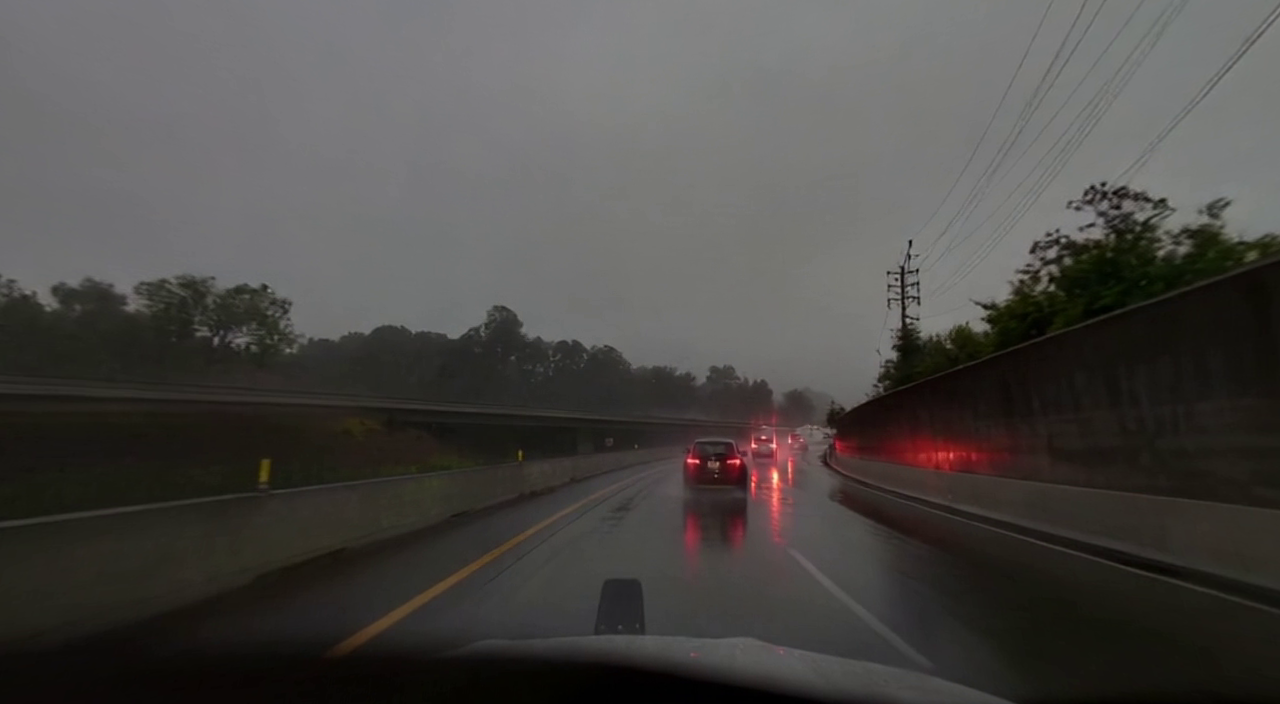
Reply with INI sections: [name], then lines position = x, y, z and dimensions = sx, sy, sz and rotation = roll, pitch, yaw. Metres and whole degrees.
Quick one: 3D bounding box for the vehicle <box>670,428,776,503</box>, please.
[vehicle]
position = 1.885, 2.596, 14.817
dimensions = 2.091, 1.482, 4.321
rotation = -1, -8, 6
